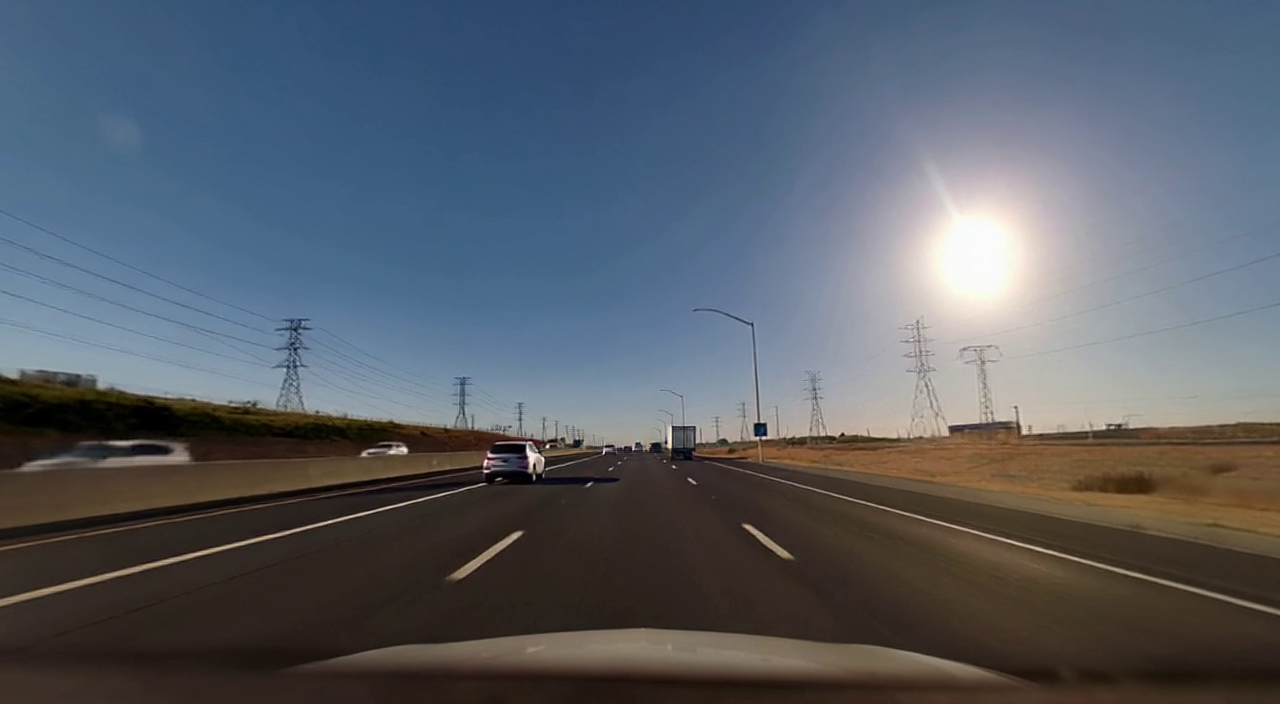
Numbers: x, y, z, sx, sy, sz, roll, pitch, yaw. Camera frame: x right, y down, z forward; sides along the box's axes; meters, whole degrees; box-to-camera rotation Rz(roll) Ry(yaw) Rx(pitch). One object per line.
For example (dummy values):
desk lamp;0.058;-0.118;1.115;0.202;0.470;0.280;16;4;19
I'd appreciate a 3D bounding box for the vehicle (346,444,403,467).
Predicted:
vehicle;-18.870;7.353;45.029;1.926;1.571;4.680;0;-8;1

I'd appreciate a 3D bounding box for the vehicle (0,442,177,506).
vehicle;-15.016;3.181;16.927;1.890;1.476;4.274;0;-8;0

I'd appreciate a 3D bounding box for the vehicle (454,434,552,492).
vehicle;-4.229;3.499;20.222;2.064;1.642;4.389;0;-8;1
